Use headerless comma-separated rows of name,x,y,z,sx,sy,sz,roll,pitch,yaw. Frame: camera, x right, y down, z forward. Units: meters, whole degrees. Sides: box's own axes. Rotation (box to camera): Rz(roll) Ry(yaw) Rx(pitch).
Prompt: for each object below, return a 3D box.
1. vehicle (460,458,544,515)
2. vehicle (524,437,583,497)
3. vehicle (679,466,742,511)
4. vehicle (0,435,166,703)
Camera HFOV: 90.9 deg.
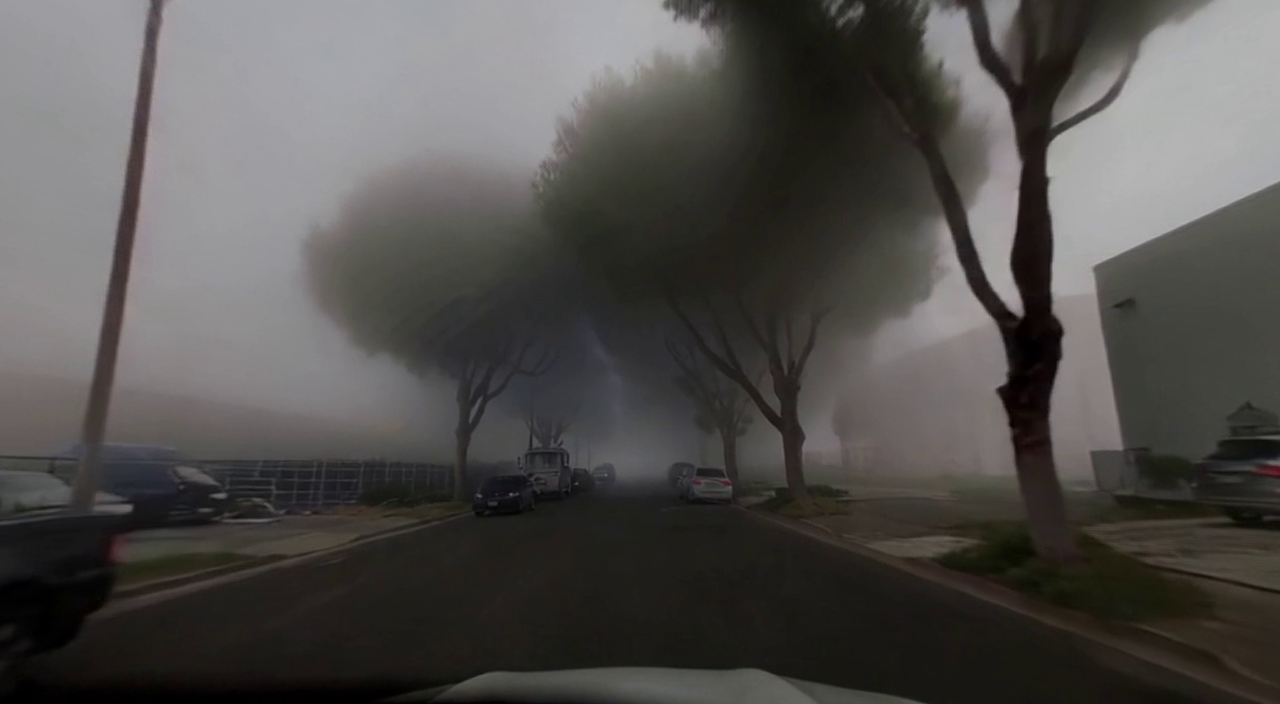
vehicle,-4.318,4.293,20.302,1.835,1.625,3.674,1,-11,1
vehicle,-4.259,5.886,32.102,2.242,2.726,5.581,1,-11,-1
vehicle,2.477,4.954,23.148,1.819,1.446,3.909,1,-11,-1
vehicle,-4.426,1.077,2.227,1.927,1.580,4.556,-1,-9,0
